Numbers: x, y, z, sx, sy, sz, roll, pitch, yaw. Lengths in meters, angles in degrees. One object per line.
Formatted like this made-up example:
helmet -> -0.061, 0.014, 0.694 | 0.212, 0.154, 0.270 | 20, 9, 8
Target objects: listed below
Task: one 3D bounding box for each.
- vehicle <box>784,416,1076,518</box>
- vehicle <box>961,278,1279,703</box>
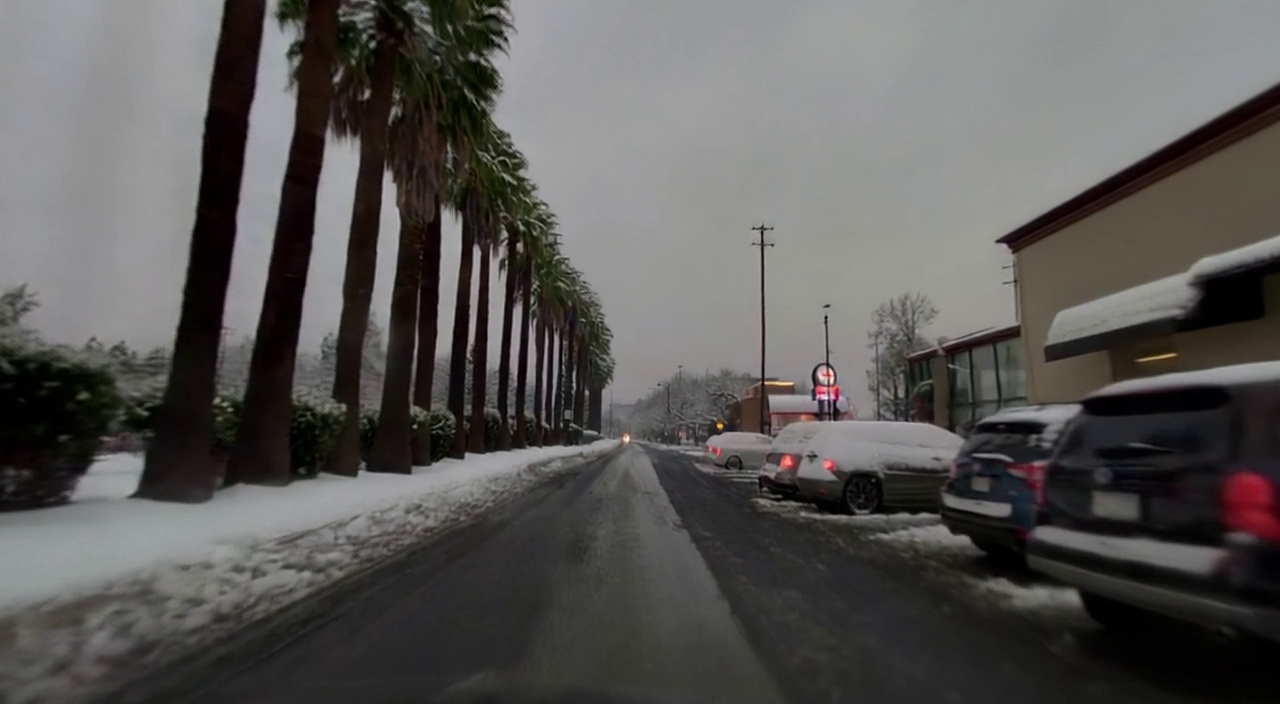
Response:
vehicle -> 5.460, 2.215, 12.380 | 4.743, 1.800, 1.952 | 1, -8, -3
vehicle -> 5.811, 0.876, 4.367 | 5.866, 2.185, 2.322 | 0, -8, -1
